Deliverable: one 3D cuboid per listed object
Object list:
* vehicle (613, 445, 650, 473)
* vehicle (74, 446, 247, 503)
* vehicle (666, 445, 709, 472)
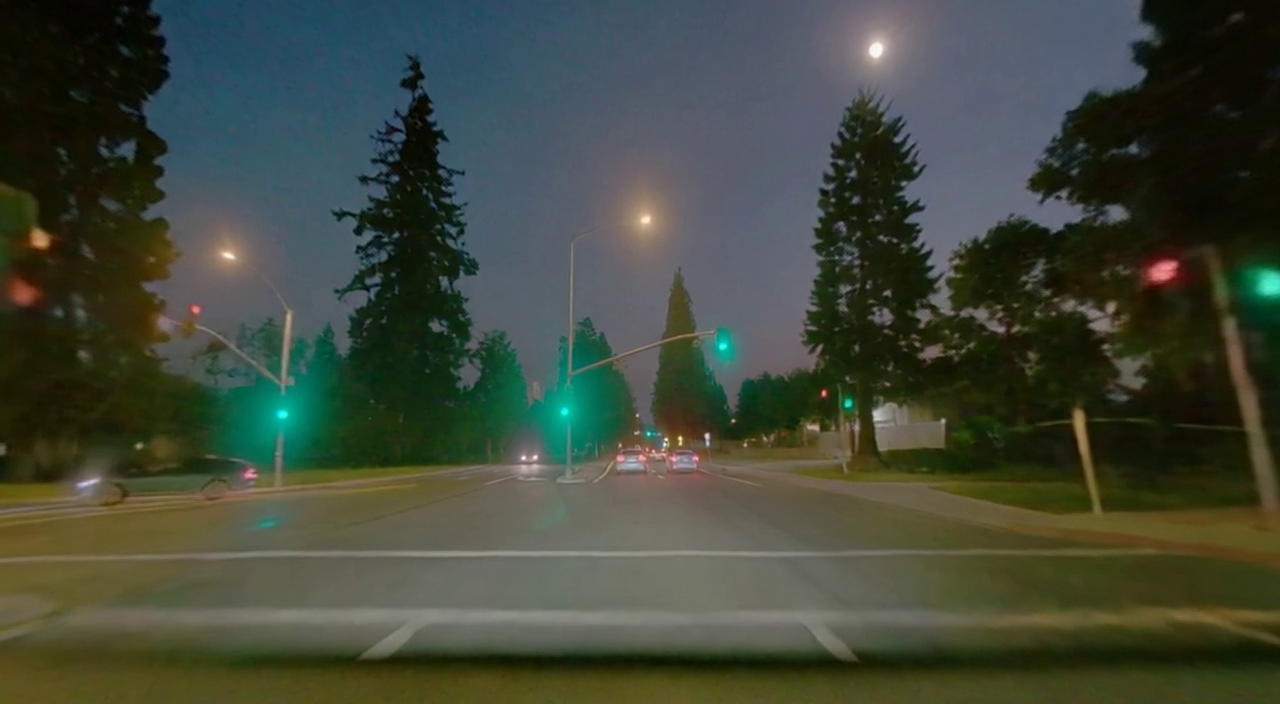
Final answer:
[{"bbox_3d":[-0.528,6.128,36.539,2.018,1.511,3.993,0,-8,-1],"label":"vehicle"},{"bbox_3d":[-18.419,4.646,24.515,5.008,1.940,2.188,6,-11,-38],"label":"vehicle"},{"bbox_3d":[2.716,6.272,37.439,2.057,1.496,4.401,0,-8,-2],"label":"vehicle"}]
